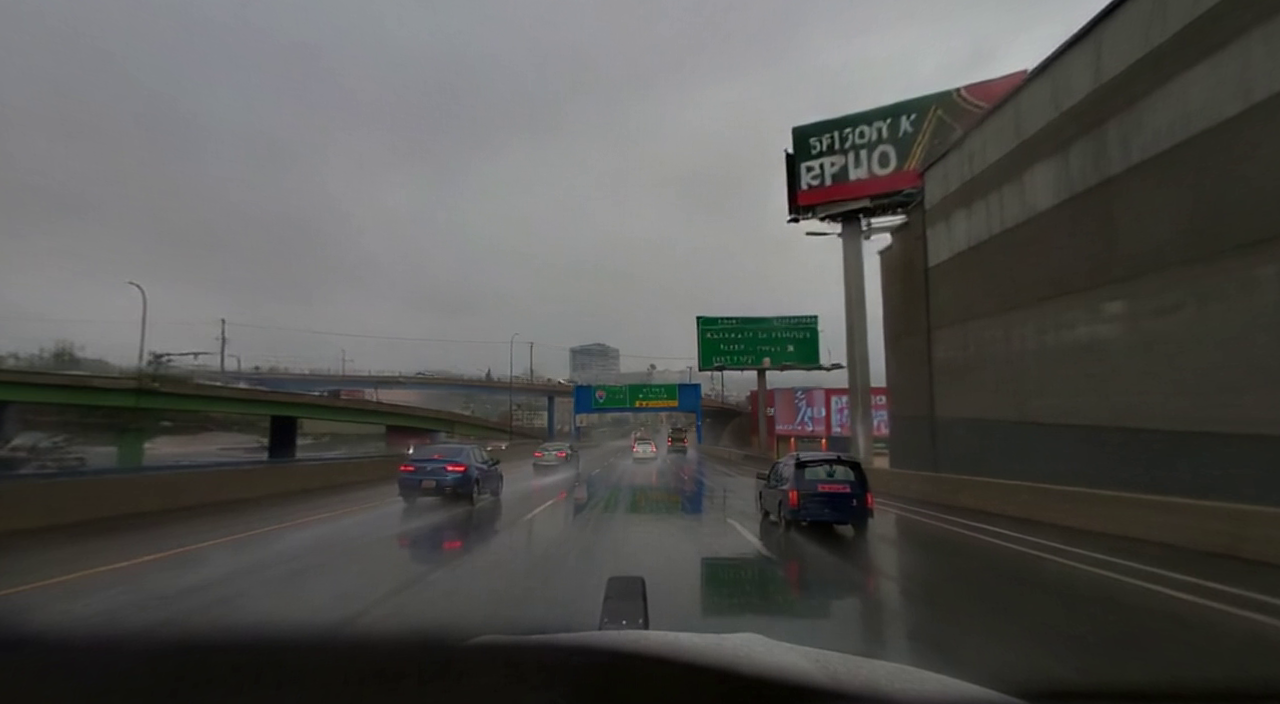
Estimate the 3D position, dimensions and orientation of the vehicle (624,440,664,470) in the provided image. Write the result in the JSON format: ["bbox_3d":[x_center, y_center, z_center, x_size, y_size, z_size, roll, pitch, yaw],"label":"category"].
[{"bbox_3d":[0.187,5.063,31.126,1.877,1.386,3.872,0,-8,0],"label":"vehicle"}]

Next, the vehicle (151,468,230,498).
[{"bbox_3d":[-31.592,9.221,44.527,2.002,1.782,4.776,0,-8,1],"label":"vehicle"}]

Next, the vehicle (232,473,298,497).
[{"bbox_3d":[-28.252,9.995,47.678,2.125,1.513,4.588,0,-8,1],"label":"vehicle"}]

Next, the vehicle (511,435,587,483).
[{"bbox_3d":[-3.249,3.923,23.392,2.064,1.589,4.213,0,-8,2],"label":"vehicle"}]

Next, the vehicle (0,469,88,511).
[{"bbox_3d":[-35.458,7.802,35.860,2.649,1.971,5.971,0,-8,1],"label":"vehicle"}]
